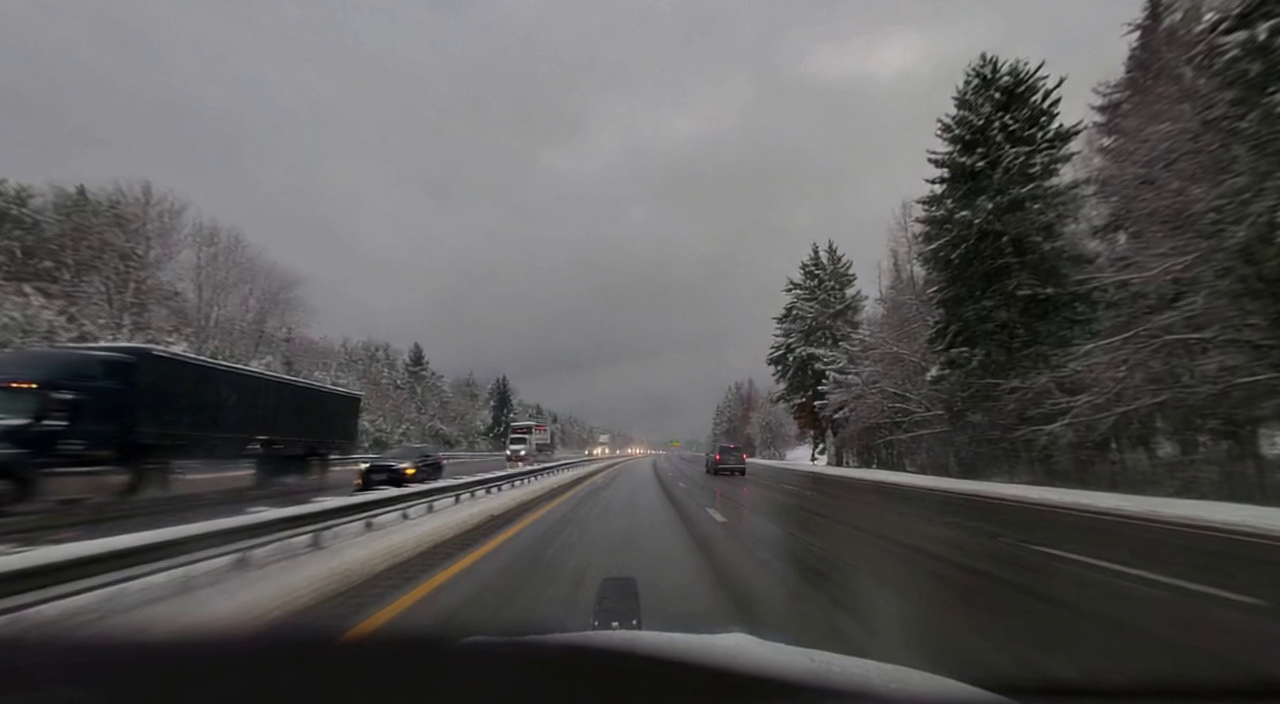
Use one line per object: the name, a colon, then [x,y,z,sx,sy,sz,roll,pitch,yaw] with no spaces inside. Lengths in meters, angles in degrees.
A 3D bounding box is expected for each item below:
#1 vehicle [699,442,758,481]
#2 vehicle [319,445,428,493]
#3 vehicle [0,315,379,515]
vehicle: [4.125,5.195,29.965,2.089,1.660,4.729,0,-9,-1]
vehicle: [-9.397,4.135,22.569,1.920,1.532,4.578,0,-9,0]
vehicle: [-14.078,2.553,21.157,3.257,4.097,16.693,0,-9,0]
